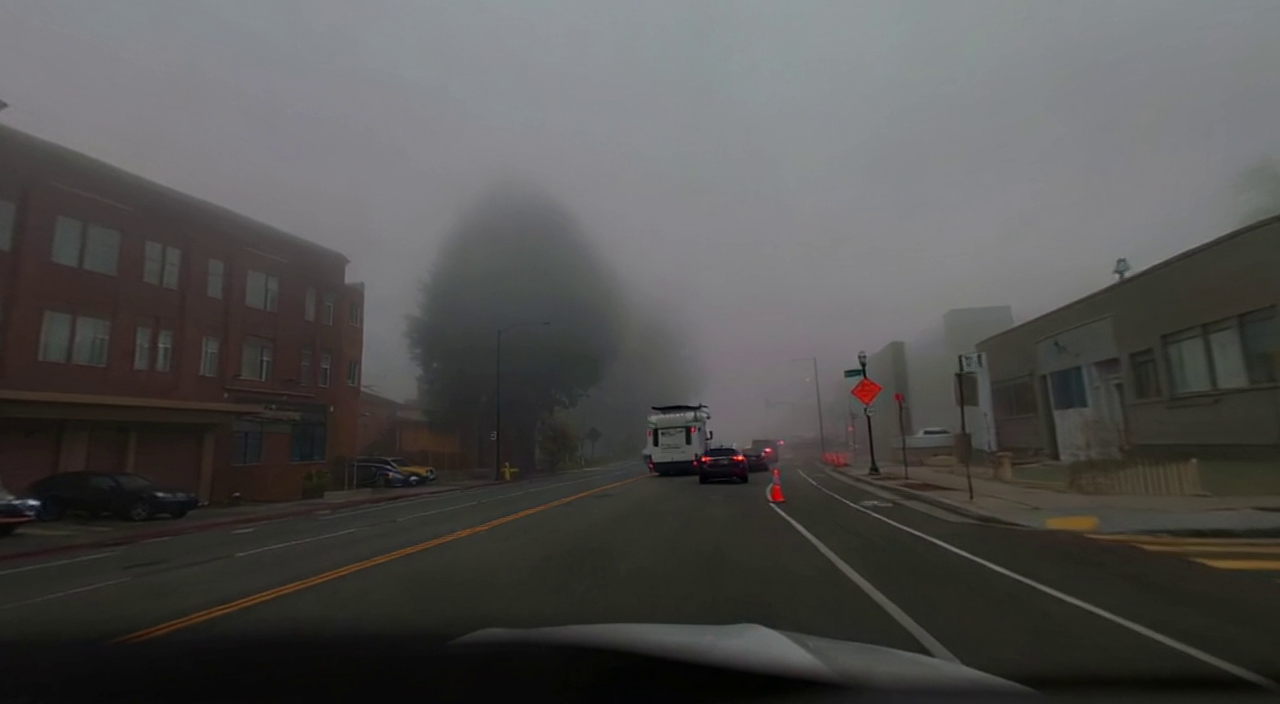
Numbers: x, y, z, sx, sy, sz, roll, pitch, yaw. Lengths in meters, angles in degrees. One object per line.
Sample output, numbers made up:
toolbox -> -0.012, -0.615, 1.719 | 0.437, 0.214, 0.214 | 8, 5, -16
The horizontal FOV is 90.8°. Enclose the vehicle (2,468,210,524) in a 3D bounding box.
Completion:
vehicle -> -16.528, 4.418, 19.680 | 4.952, 1.510, 2.115 | -2, -9, 10

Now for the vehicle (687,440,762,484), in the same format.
vehicle -> 3.085, 4.150, 24.070 | 2.159, 1.506, 4.086 | 0, -9, -2

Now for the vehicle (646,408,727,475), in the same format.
vehicle -> 3.133, 5.343, 37.578 | 2.977, 3.271, 12.748 | -2, -9, 12

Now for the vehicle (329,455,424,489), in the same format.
vehicle -> -14.444, 6.556, 34.694 | 4.397, 1.698, 1.932 | -2, -9, 11
